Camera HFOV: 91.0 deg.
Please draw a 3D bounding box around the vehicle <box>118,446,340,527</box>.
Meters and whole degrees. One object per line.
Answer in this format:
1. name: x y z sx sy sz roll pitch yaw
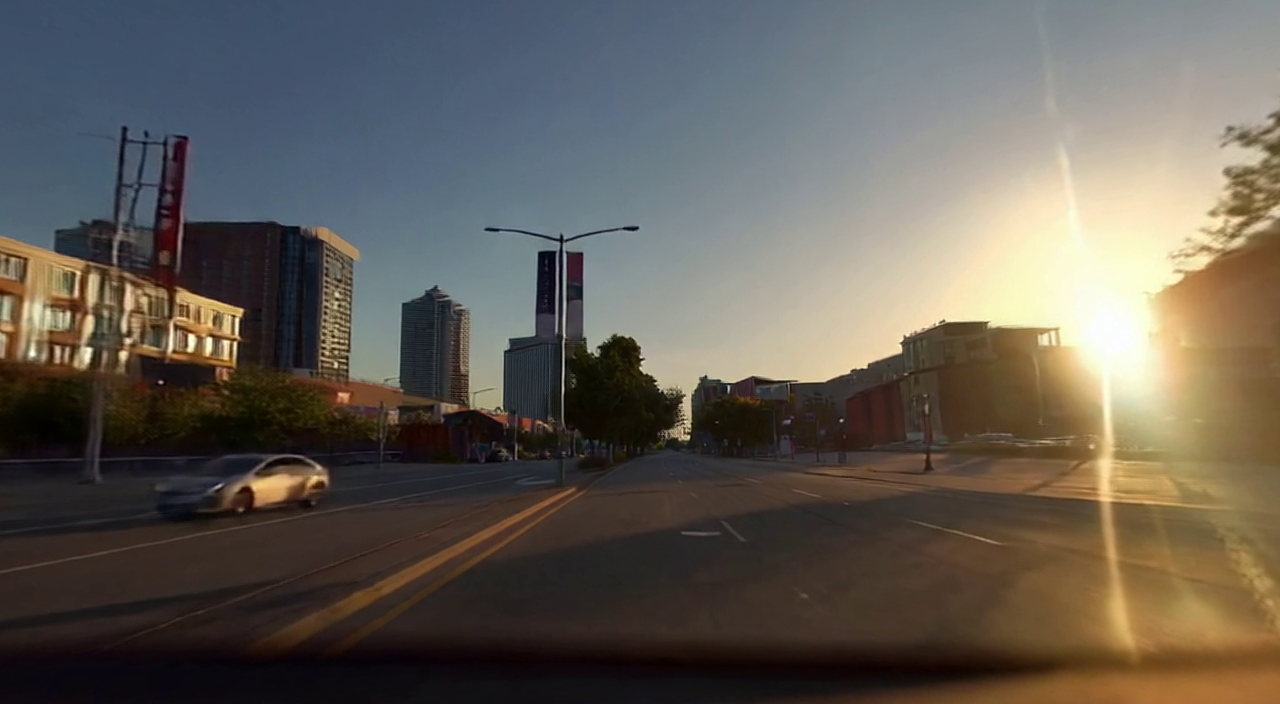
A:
1. vehicle: -8.642 2.812 13.841 1.866 1.463 4.378 0 -9 1
